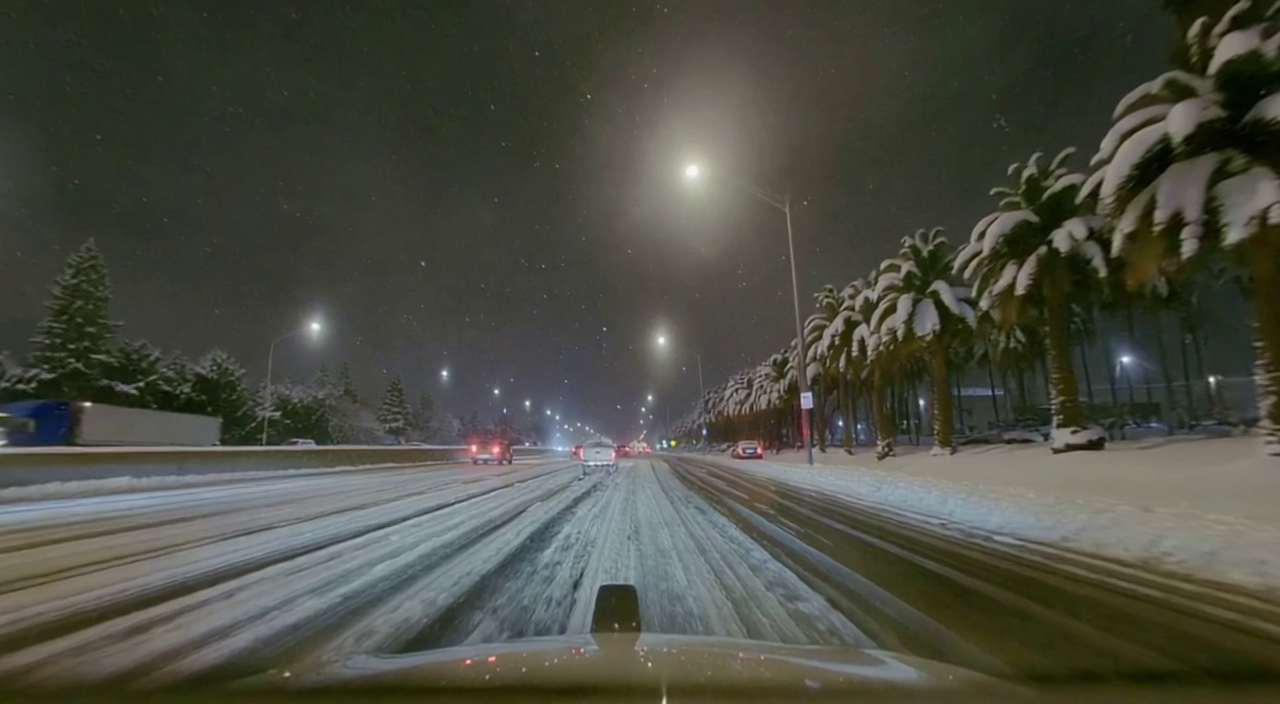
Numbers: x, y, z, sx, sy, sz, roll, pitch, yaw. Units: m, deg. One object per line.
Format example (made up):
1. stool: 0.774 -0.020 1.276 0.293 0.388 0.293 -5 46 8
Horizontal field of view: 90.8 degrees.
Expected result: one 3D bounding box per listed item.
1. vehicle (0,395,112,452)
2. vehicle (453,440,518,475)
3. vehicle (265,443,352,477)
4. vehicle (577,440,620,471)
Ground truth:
1. vehicle: -40.421 4.949 42.625 2.972 3.490 7.172 -1 -9 4
2. vehicle: -7.835 5.393 32.471 2.204 1.677 4.438 0 -9 0
3. vehicle: -16.969 5.523 32.606 1.916 1.610 4.445 0 -9 2
4. vehicle: -2.249 5.829 35.710 2.201 1.672 4.128 0 -9 -1
